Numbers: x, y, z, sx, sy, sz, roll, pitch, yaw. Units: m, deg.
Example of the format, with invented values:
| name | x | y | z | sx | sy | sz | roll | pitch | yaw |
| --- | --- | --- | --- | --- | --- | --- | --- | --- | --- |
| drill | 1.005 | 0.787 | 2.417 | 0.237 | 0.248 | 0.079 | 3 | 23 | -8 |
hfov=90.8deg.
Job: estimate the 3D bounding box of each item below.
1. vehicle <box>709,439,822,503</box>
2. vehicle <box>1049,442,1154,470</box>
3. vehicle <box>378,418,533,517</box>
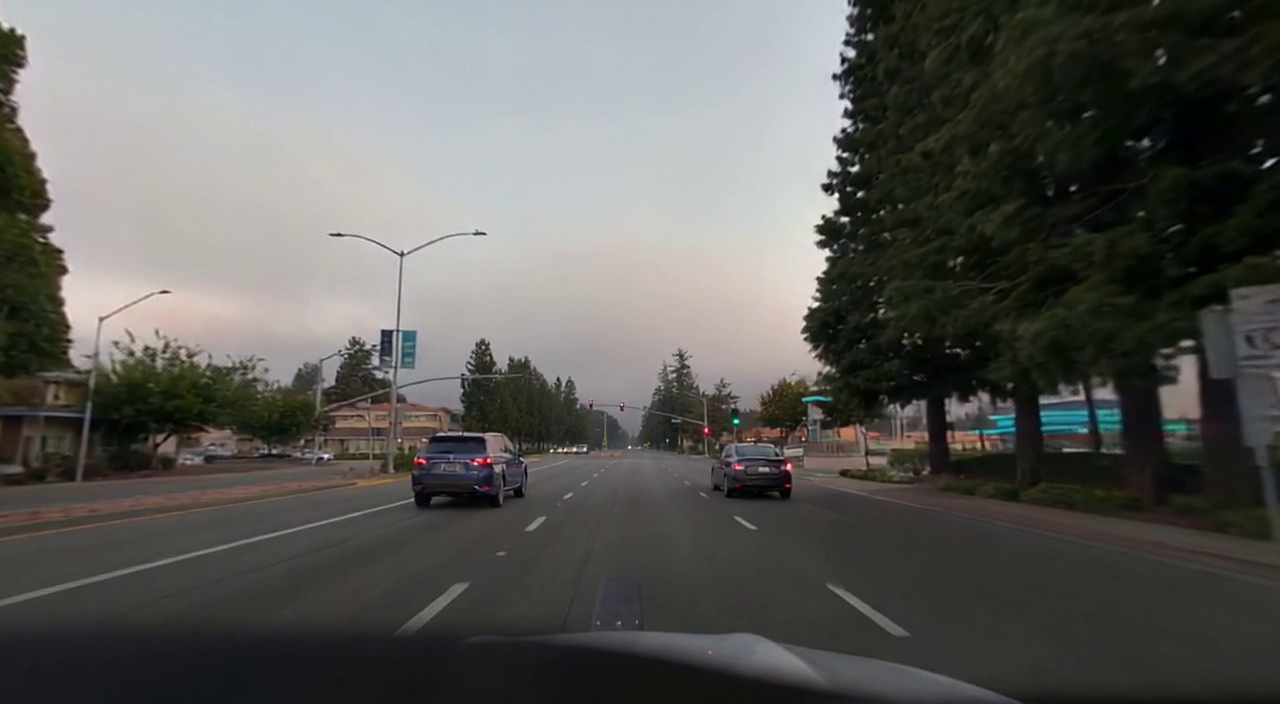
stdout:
| name | x | y | z | sx | sy | sz | roll | pitch | yaw |
| --- | --- | --- | --- | --- | --- | --- | --- | --- | --- |
| vehicle | 3.206 | 3.158 | 17.275 | 1.975 | 1.502 | 4.787 | 0 | -9 | -2 |
| vehicle | 29.057 | 6.575 | 39.908 | 4.810 | 1.627 | 1.991 | -2 | -9 | 6 |
| vehicle | -3.781 | 2.466 | 13.943 | 1.997 | 1.806 | 4.500 | 0 | -9 | 1 |
